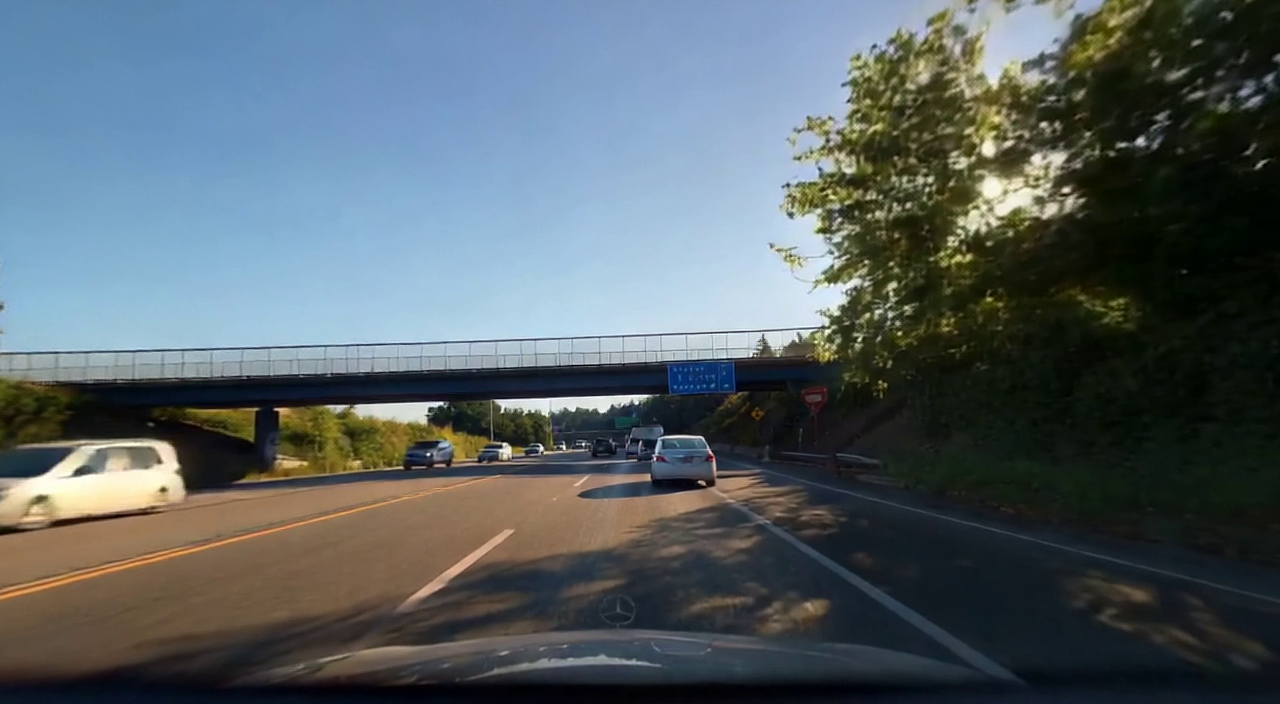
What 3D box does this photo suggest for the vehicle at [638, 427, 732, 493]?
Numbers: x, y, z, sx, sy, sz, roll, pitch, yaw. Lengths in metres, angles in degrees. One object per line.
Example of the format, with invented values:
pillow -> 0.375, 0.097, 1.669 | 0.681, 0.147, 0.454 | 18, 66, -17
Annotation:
vehicle -> 1.147, 3.032, 18.092 | 2.092, 1.636, 4.024 | 0, -8, -5

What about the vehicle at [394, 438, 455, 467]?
vehicle -> -15.399, 7.190, 45.370 | 2.454, 1.868, 5.753 | -1, -8, 0

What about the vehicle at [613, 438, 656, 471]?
vehicle -> -0.280, 4.926, 30.585 | 1.968, 1.482, 3.586 | 0, -8, -1

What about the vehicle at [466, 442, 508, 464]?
vehicle -> -11.601, 7.618, 47.916 | 2.044, 1.502, 4.700 | -2, -8, 0

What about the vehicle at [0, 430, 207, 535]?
vehicle -> -11.047, 2.441, 12.371 | 2.012, 1.680, 4.360 | -1, -8, -1
